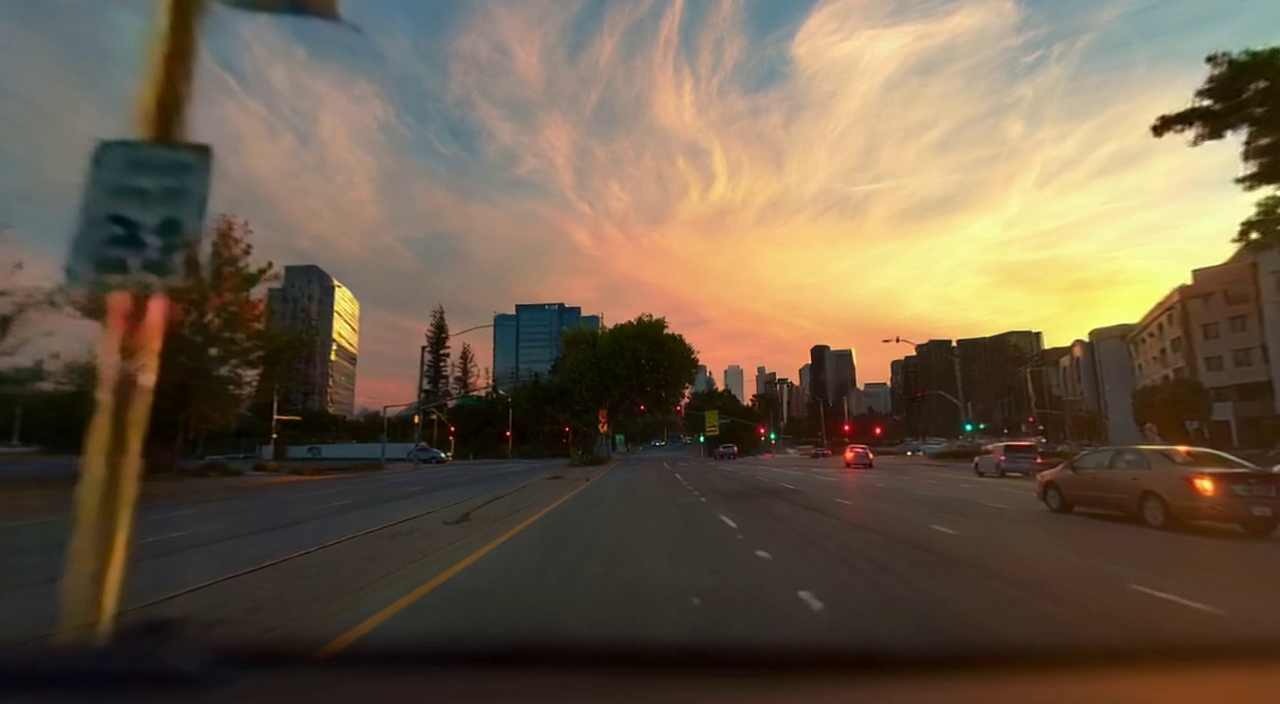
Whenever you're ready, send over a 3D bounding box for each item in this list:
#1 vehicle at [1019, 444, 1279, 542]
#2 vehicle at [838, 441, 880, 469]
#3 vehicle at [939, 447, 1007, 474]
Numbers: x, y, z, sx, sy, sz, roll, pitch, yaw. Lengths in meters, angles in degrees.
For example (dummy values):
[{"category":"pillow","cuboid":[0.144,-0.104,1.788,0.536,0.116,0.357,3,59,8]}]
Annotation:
[{"category":"vehicle","cuboid":[9.631,2.534,12.125,1.933,1.500,4.458,0,-8,0]},{"category":"vehicle","cuboid":[15.012,7.046,43.494,1.951,1.843,4.335,-1,-8,9]},{"category":"vehicle","cuboid":[20.587,6.695,39.302,1.896,1.524,4.562,0,-8,2]}]
